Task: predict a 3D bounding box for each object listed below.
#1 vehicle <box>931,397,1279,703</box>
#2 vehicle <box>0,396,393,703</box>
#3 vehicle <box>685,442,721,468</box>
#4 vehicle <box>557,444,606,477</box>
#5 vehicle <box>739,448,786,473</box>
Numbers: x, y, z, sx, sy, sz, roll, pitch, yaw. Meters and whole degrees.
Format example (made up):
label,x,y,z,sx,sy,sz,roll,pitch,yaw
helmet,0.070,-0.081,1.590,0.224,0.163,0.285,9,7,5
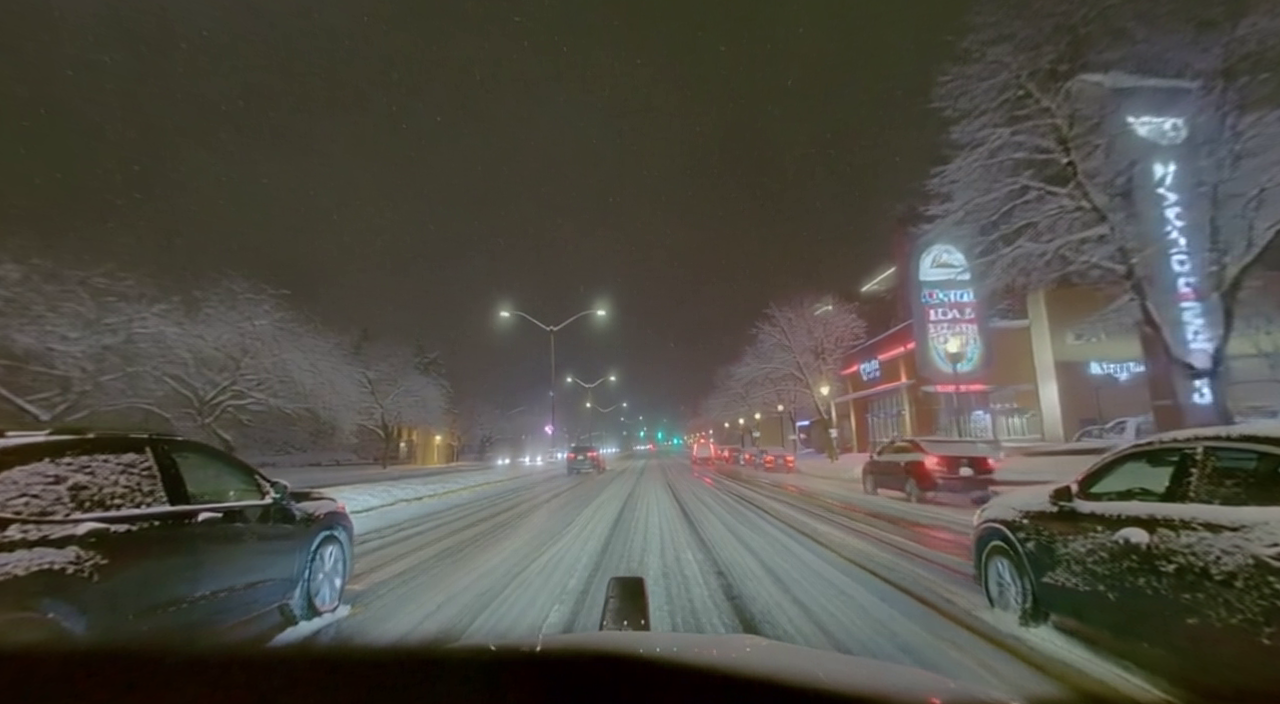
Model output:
label,x,y,z,sx,sy,sz,roll,pitch,yaw
vehicle,3.323,0.974,2.674,1.981,1.499,4.536,0,-9,0
vehicle,-3.454,1.085,3.381,2.155,1.504,4.776,-1,-9,2
vehicle,4.276,7.094,43.509,2.007,1.683,4.171,0,-9,-1
vehicle,-2.856,5.394,31.705,1.917,1.511,4.436,-1,-9,1
vehicle,7.641,6.780,39.726,1.976,1.469,4.576,0,-9,-1
